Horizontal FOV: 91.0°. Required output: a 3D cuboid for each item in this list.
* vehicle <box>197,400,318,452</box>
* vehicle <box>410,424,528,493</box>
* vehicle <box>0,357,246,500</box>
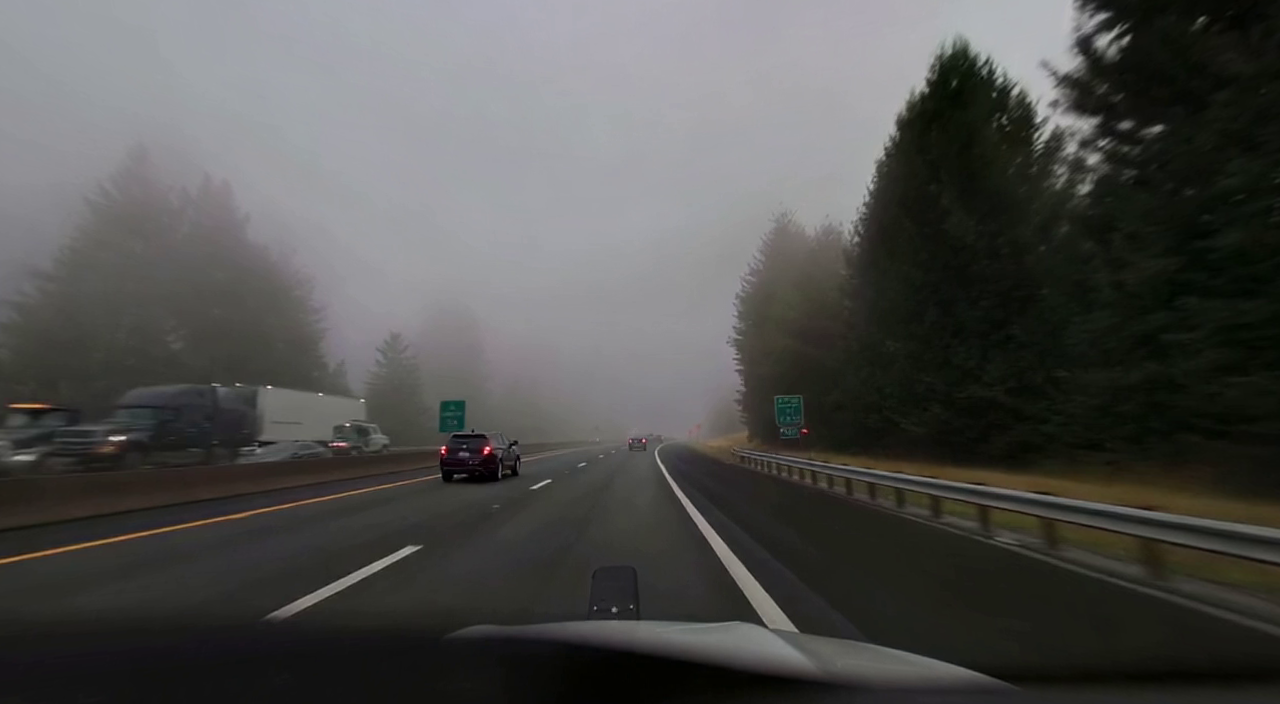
[{"bbox_3d":[-17.463,3.502,29.147,2.190,2.143,5.329,-1,-8,1],"label":"vehicle"},{"bbox_3d":[-4.559,2.898,17.520,2.075,1.653,4.317,0,-8,0],"label":"vehicle"},{"bbox_3d":[-17.579,2.588,20.322,3.008,3.569,10.281,-1,-8,0],"label":"vehicle"}]
